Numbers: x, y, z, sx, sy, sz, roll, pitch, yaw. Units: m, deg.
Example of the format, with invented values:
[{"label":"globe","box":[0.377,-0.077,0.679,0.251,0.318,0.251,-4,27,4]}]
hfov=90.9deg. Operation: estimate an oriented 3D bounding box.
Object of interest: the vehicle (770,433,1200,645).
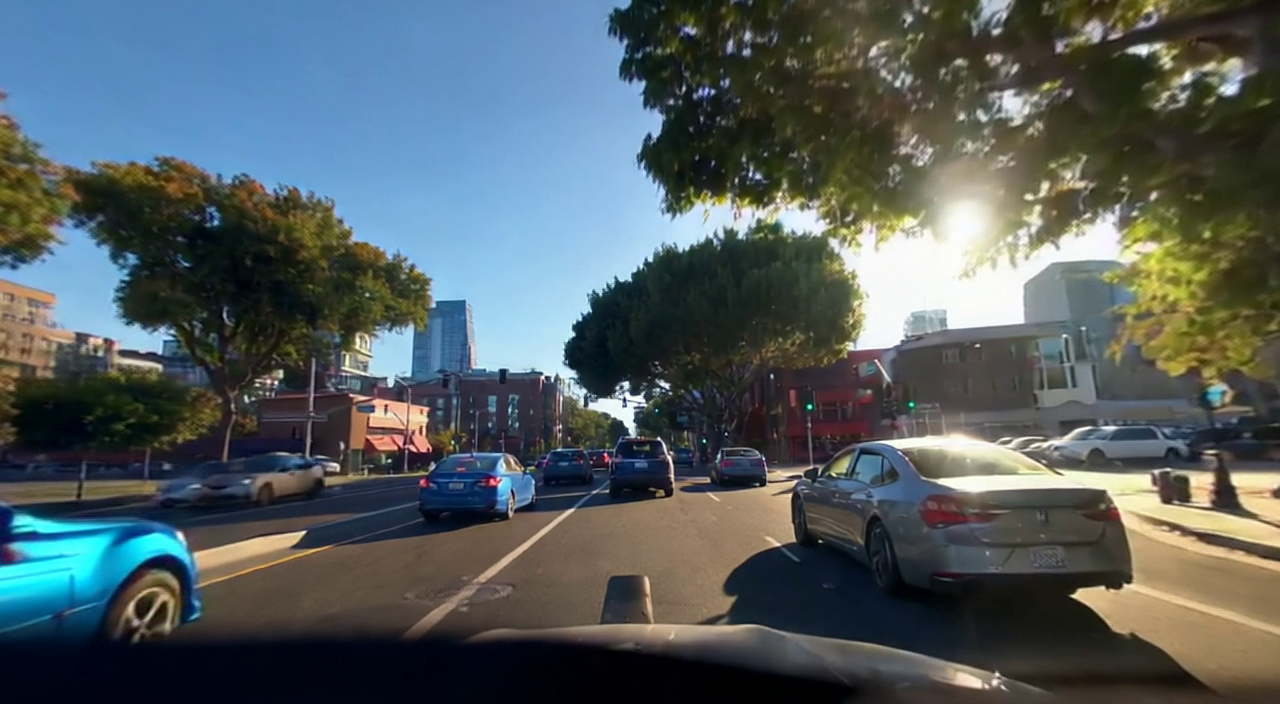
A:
[{"label":"vehicle","box":[2.921,1.667,6.796,2.052,1.475,4.540,0,-8,0]}]

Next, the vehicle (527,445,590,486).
[{"label":"vehicle","box":[-3.443,4.883,27.433,2.130,1.645,3.995,0,-8,1]}]

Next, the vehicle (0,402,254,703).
[{"label":"vehicle","box":[-4.021,0.960,2.572,2.173,1.536,4.285,0,-8,0]}]

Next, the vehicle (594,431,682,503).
[{"label":"vehicle","box":[-0.041,3.423,19.208,2.361,1.898,4.465,0,-8,1]}]

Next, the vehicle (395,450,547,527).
[{"label":"vehicle","box":[-3.397,2.820,13.579,2.115,1.369,3.908,0,-8,1]}]

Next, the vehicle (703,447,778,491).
[{"label":"vehicle","box":[3.620,4.296,23.500,2.058,1.472,4.317,0,-8,-1]}]

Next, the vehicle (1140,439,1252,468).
[{"label":"vehicle","box":[33.511,6.140,38.166,4.534,1.680,2.002,-3,-9,22]}]

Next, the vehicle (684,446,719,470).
[{"label":"vehicle","box":[4.628,8.027,48.027,2.220,1.706,4.178,0,-8,0]}]
